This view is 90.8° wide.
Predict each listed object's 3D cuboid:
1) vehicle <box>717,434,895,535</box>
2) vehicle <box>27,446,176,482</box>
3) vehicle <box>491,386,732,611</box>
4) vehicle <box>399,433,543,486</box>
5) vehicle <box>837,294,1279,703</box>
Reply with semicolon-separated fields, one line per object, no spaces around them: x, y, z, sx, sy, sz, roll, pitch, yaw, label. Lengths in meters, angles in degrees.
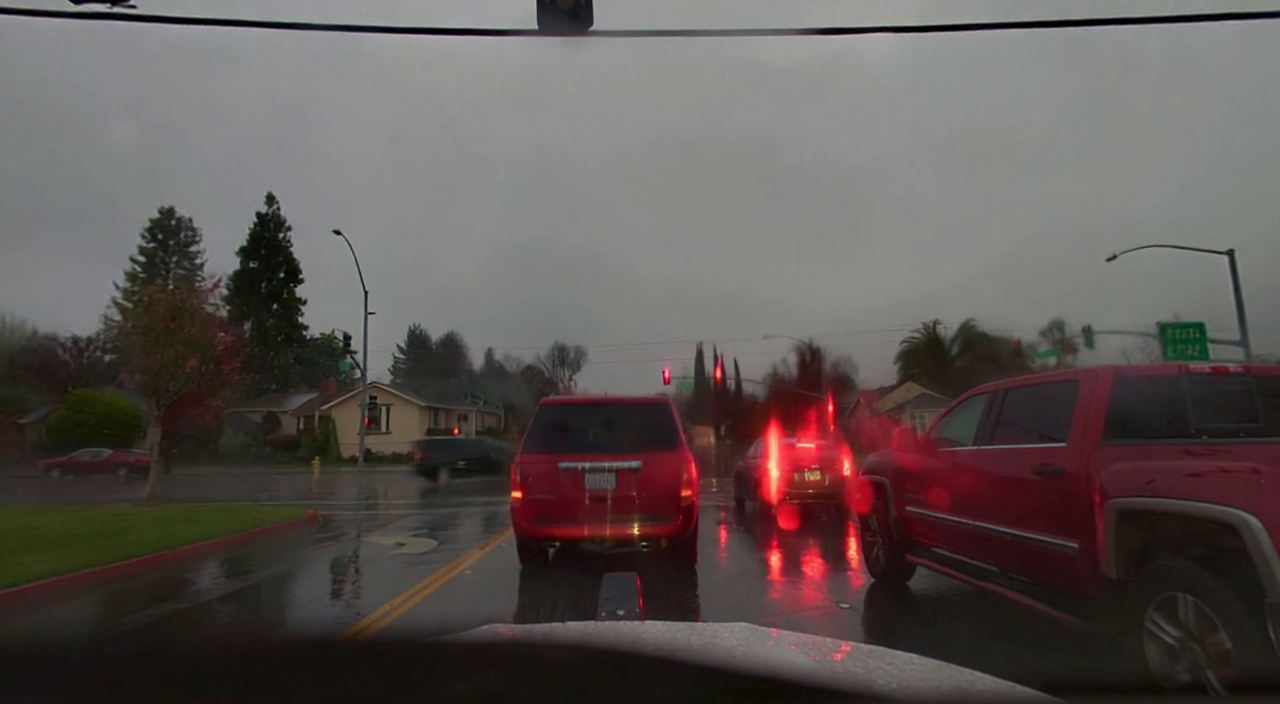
2.709;2.270;11.533;1.952;1.465;4.421;0;-8;-2;vehicle
-22.928;4.778;27.060;4.533;1.350;1.714;0;-8;-9;vehicle
-0.257;1.414;6.825;1.915;1.780;3.379;0;-8;-1;vehicle
-5.815;3.763;22.314;4.635;1.755;1.882;1;-8;-8;vehicle
2.980;1.003;3.789;1.886;1.849;5.070;0;-8;-1;vehicle
